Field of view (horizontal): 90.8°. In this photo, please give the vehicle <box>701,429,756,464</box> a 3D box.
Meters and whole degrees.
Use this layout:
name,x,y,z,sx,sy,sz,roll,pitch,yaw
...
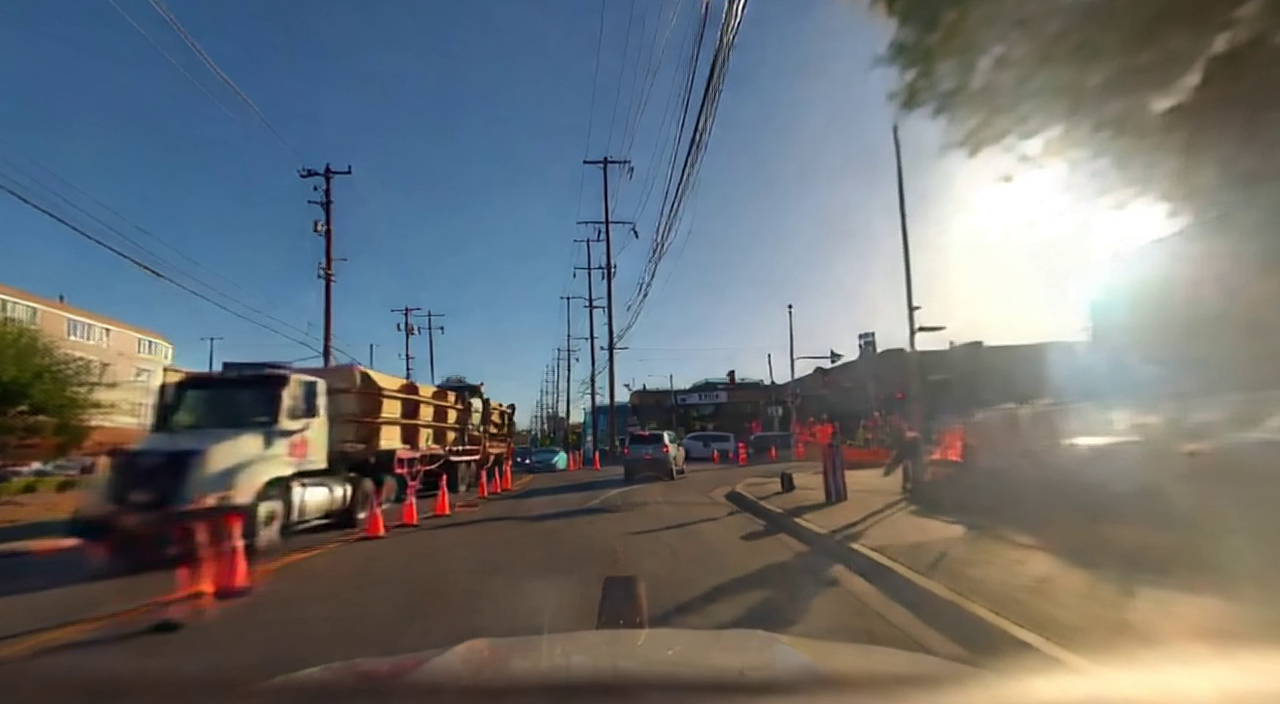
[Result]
name,x,y,z,sx,sy,sz,roll,pitch,yaw
vehicle,5.412,5.665,38.042,2.206,1.911,5.548,-3,-8,19

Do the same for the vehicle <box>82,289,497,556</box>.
name,x,y,z,sx,sy,sz,roll,pitch,yaw
vehicle,-6.187,1.712,14.507,3.007,3.800,11.011,0,-8,1

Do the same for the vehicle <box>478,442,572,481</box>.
name,x,y,z,sx,sy,sz,roll,pitch,yaw
vehicle,-4.931,4.739,27.888,2.103,1.526,4.743,-2,-8,17

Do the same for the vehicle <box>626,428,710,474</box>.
name,x,y,z,sx,sy,sz,roll,pitch,yaw
vehicle,1.388,4.420,28.576,2.256,1.859,5.118,-3,-8,21

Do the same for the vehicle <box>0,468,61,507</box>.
name,x,y,z,sx,sy,sz,roll,pitch,yaw
vehicle,-32.900,7.028,32.801,4.608,1.763,2.016,-4,-8,17
